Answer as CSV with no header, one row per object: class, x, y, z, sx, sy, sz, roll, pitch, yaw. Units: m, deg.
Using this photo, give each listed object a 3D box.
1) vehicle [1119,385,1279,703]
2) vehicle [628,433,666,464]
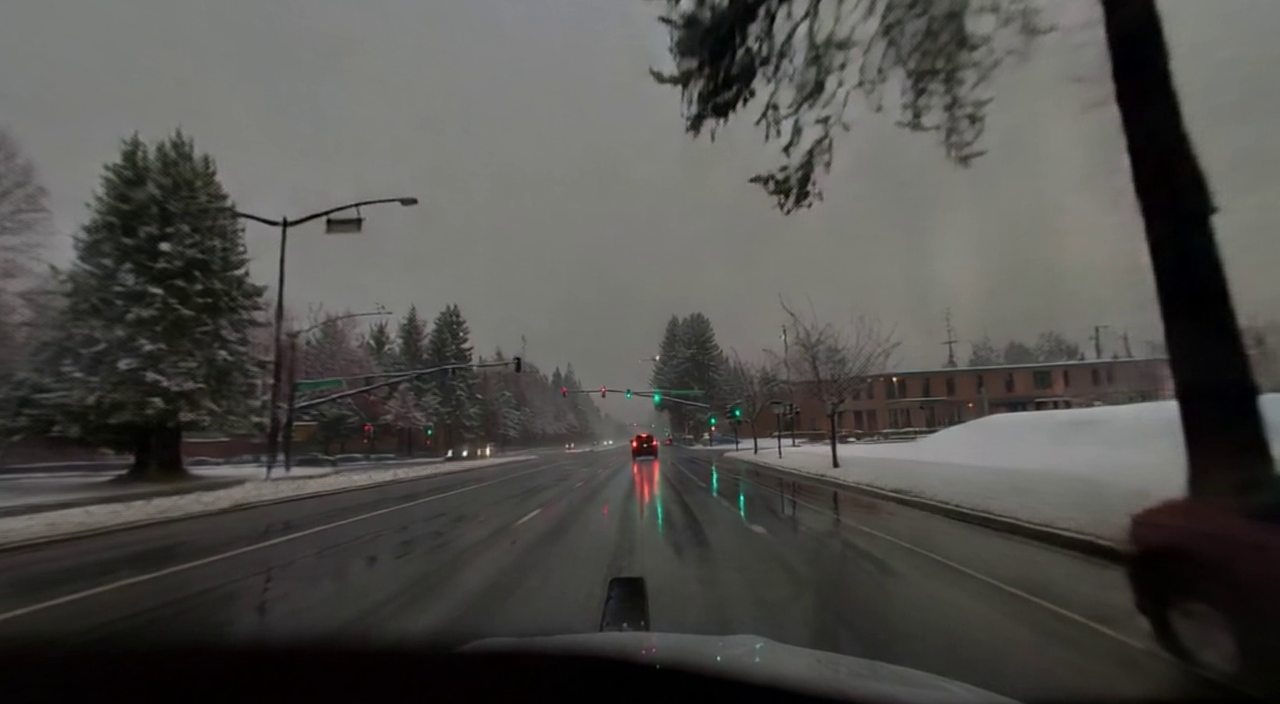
vehicle,3.873,0.694,1.306,2.269,1.520,4.410,-1,-8,0
vehicle,0.402,5.800,38.015,2.169,1.751,4.276,-1,-8,0
